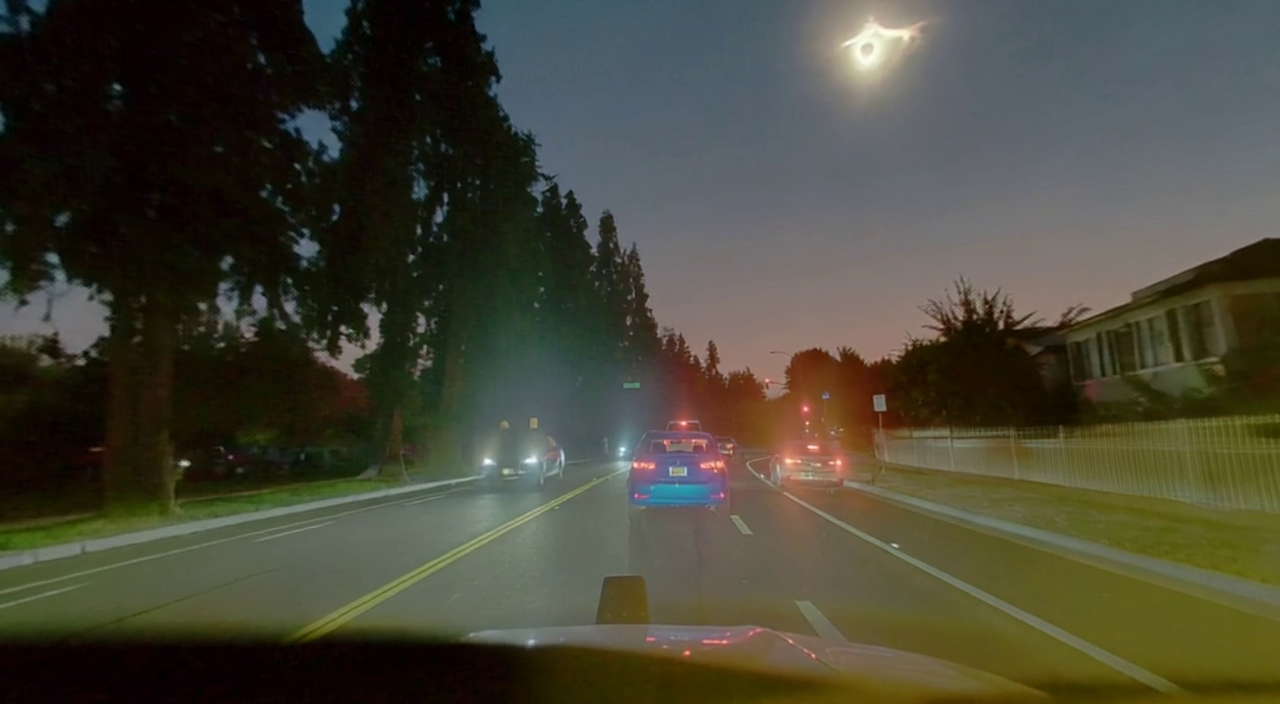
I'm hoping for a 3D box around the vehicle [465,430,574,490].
[{"bbox_3d":[-3.676,3.413,20.284,2.082,1.682,4.623,-1,-8,7],"label":"vehicle"}]

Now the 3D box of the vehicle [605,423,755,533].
[{"bbox_3d":[0.622,2.039,10.772,2.070,1.516,3.936,0,-8,2],"label":"vehicle"}]

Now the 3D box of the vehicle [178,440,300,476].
[{"bbox_3d":[-17.432,4.627,27.500,4.069,1.445,2.063,-2,-9,10],"label":"vehicle"}]
